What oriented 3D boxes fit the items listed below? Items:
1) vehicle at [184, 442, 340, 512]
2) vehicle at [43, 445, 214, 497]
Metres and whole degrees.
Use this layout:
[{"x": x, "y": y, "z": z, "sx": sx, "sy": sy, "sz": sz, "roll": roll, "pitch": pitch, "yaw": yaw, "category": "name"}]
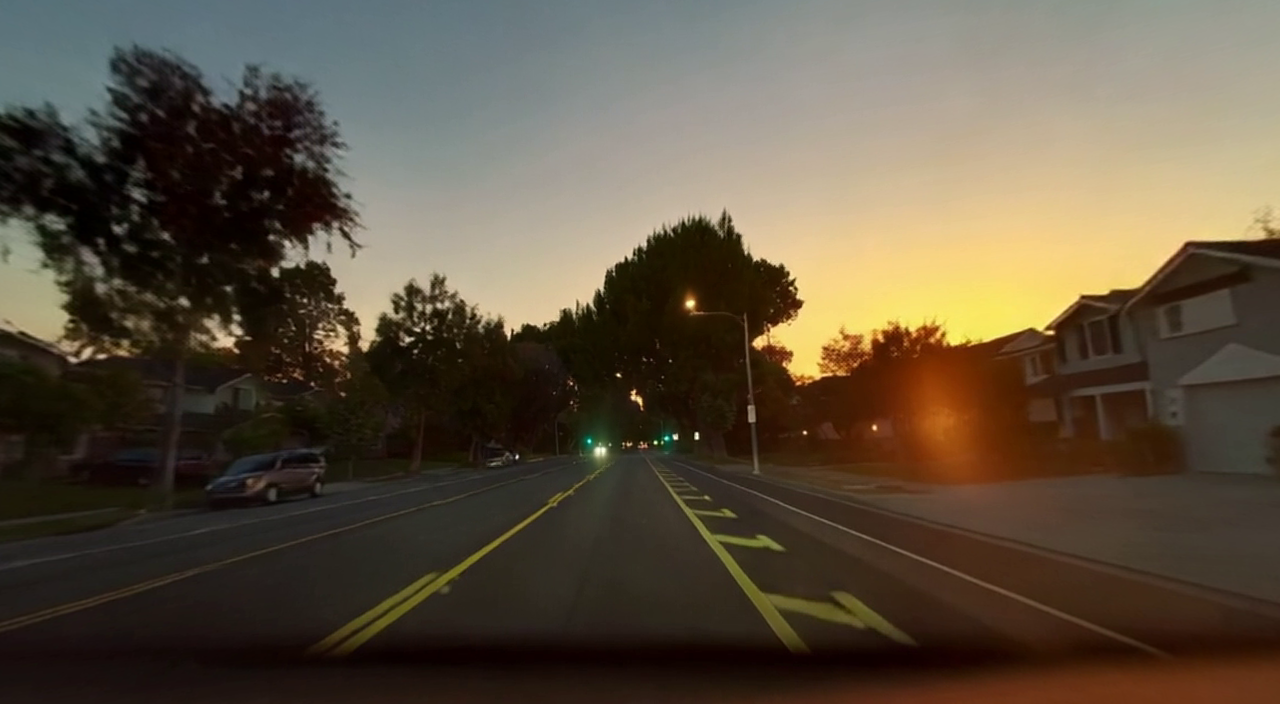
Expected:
[{"x": -11.804, "y": 3.923, "z": 20.256, "sx": 2.062, "sy": 1.821, "sz": 4.880, "roll": -3, "pitch": -10, "yaw": -1, "category": "vehicle"}, {"x": -19.370, "y": 4.496, "z": 24.100, "sx": 4.668, "sy": 1.824, "sz": 1.999, "roll": 0, "pitch": -9, "yaw": -1, "category": "vehicle"}]
